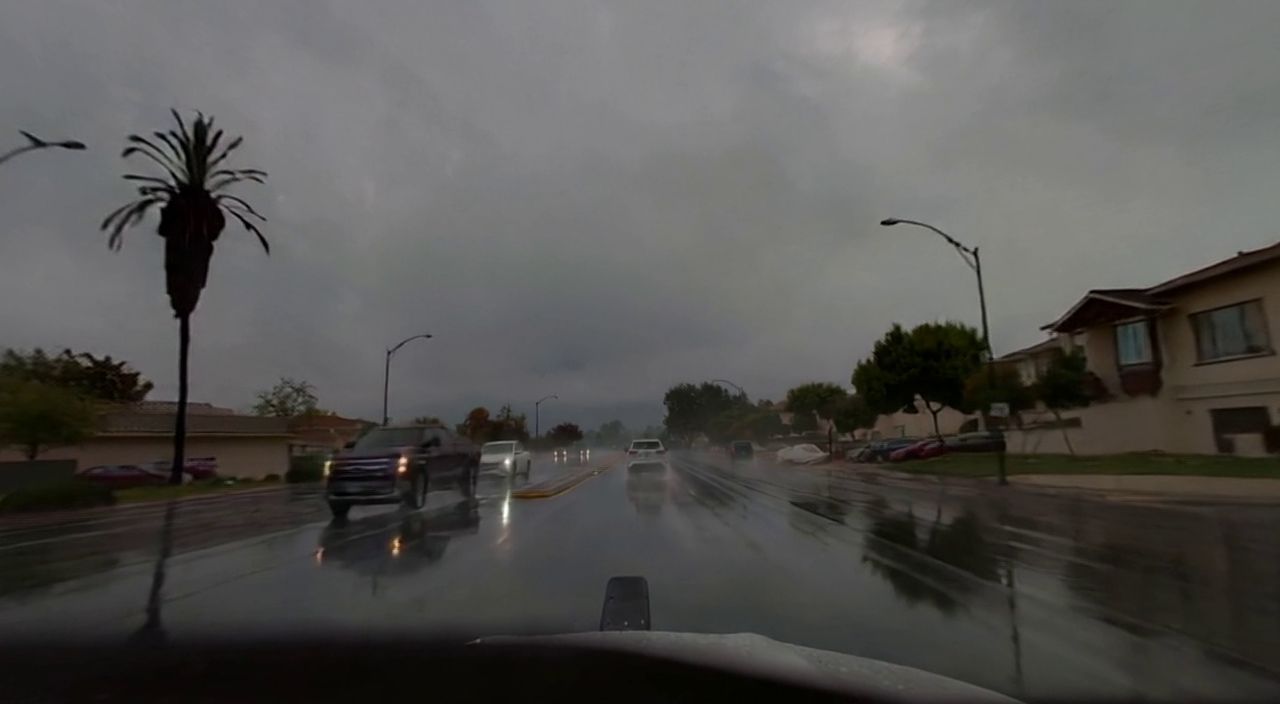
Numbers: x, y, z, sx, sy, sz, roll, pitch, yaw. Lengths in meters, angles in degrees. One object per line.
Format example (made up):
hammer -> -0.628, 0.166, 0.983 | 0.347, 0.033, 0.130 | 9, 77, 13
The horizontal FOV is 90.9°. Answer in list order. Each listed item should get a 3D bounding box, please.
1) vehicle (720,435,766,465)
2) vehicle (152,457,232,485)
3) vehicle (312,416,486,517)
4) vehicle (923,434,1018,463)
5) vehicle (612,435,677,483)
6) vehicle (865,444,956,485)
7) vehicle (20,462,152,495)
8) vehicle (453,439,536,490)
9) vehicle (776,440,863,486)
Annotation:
vehicle -> 7.512, 7.196, 46.381 | 2.436, 2.010, 5.595 | 0, -8, 0
vehicle -> -26.641, 7.062, 37.666 | 1.726, 1.442, 4.081 | 0, -8, 1
vehicle -> -5.288, 2.575, 14.676 | 2.193, 1.967, 4.600 | 0, -8, 0
vehicle -> 18.994, 5.565, 36.340 | 4.368, 1.499, 1.828 | -2, -8, 2
vehicle -> 0.122, 4.127, 24.536 | 2.289, 1.679, 4.180 | 0, -8, -1
vehicle -> 11.014, 4.592, 26.049 | 1.854, 1.477, 4.525 | 2, -9, 1
vehicle -> -26.476, 6.054, 30.243 | 4.548, 1.441, 1.946 | -1, -8, 2
vehicle -> -5.236, 4.108, 23.347 | 2.033, 1.658, 4.472 | -1, -8, 0
vehicle -> 6.390, 3.986, 22.957 | 1.897, 1.477, 4.360 | 0, -8, 0
